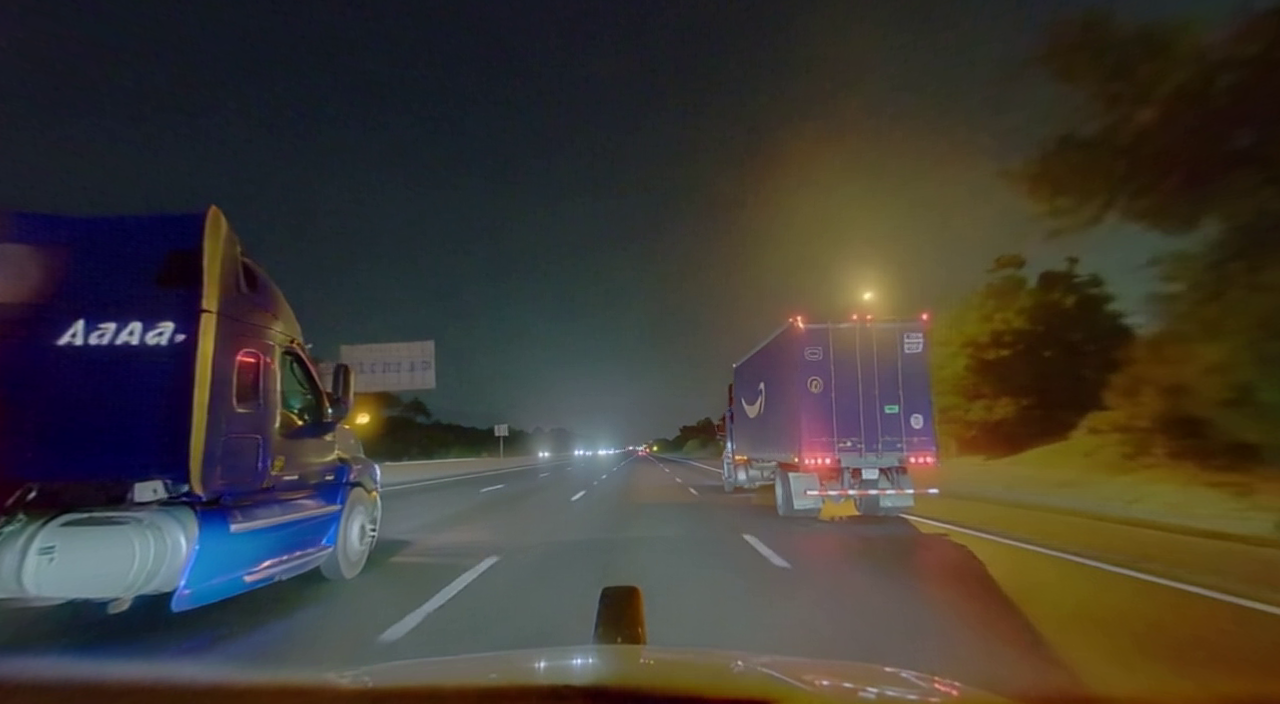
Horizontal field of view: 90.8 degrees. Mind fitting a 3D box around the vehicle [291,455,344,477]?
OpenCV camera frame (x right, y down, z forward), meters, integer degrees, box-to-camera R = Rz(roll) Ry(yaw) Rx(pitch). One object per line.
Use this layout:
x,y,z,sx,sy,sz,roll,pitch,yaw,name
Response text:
-22.924,8.119,45.020,1.747,1.426,3.723,0,-9,1,vehicle
